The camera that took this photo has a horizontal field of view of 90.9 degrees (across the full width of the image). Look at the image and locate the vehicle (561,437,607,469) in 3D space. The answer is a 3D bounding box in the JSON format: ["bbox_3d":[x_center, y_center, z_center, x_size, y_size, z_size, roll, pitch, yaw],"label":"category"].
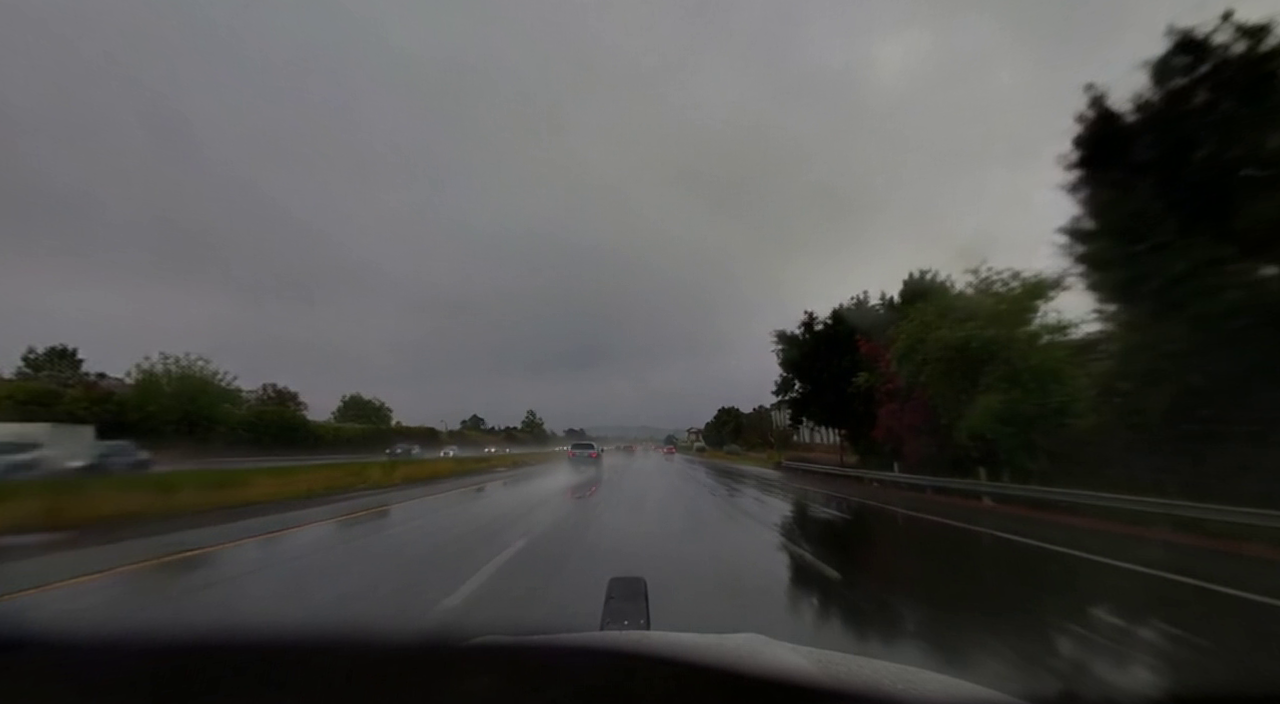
[{"bbox_3d":[-3.396,6.251,39.134,2.218,1.850,4.774,0,-9,2],"label":"vehicle"}]

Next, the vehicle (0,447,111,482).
[{"bbox_3d":[-27.935,5.242,29.768,1.898,1.487,4.519,0,-9,0],"label":"vehicle"}]
